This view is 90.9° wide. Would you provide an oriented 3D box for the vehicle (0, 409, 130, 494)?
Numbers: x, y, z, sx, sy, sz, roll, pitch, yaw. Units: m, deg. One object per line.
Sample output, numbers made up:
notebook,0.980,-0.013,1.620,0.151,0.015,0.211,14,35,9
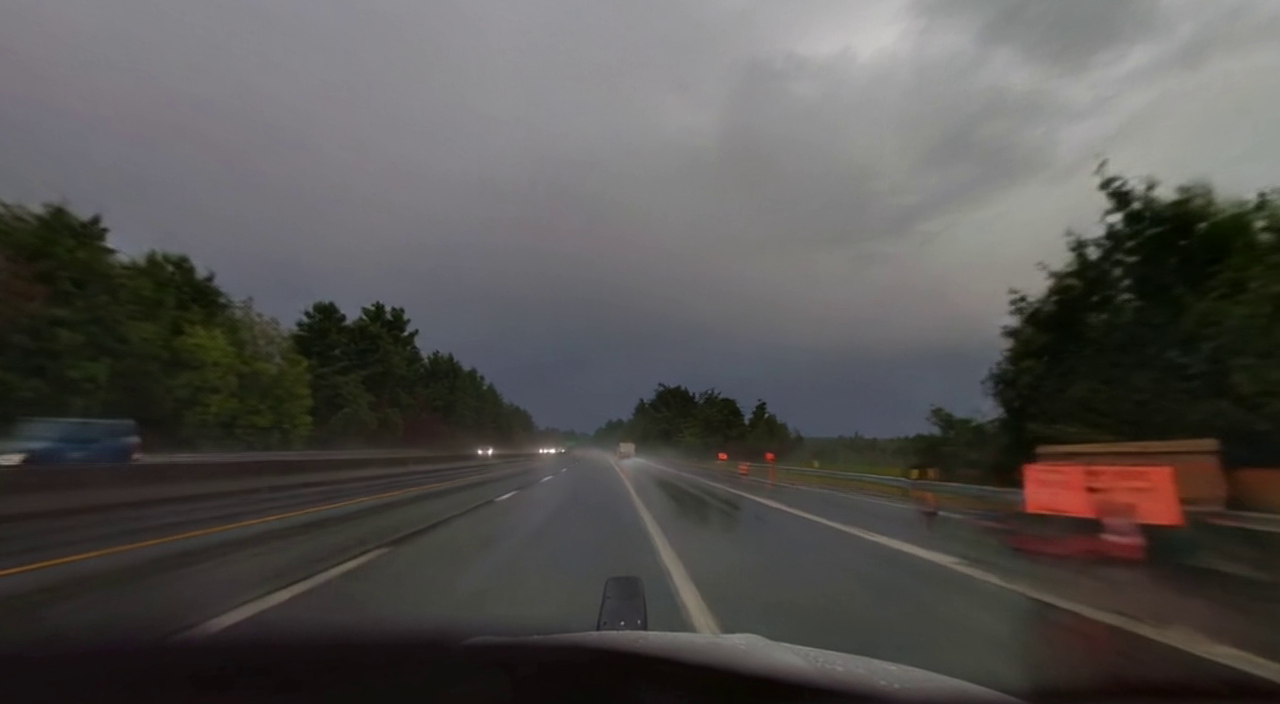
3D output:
vehicle,-19.098,3.014,19.122,2.411,2.328,5.807,0,-9,-2
